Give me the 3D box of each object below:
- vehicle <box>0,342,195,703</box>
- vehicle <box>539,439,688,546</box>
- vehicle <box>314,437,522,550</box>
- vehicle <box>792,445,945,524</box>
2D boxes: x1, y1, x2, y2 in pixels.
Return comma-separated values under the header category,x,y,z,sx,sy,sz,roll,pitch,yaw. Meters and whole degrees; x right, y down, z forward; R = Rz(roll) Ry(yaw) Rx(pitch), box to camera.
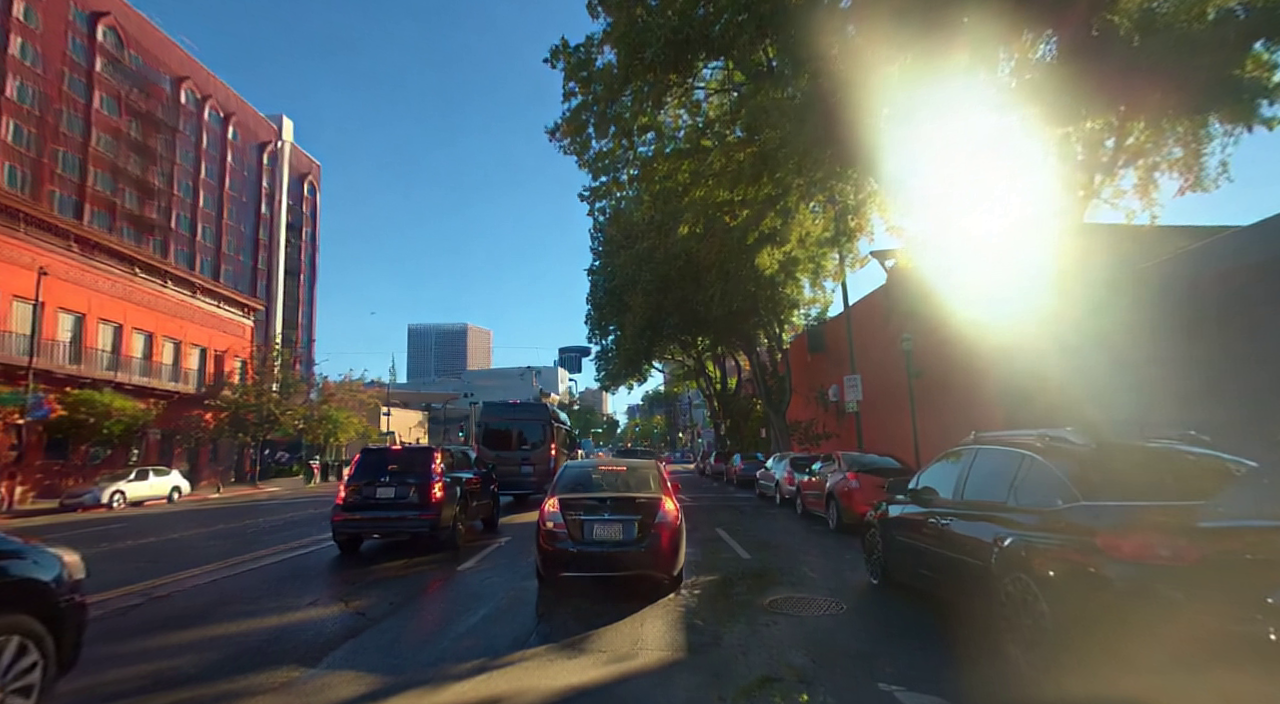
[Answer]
category,x,y,z,sx,sy,sz,roll,pitch,yaw
vehicle,-3.702,0.643,1.247,2.140,1.768,4.685,0,-9,1
vehicle,-0.387,2.348,11.227,2.152,1.518,4.113,0,-9,0
vehicle,-3.533,2.329,11.104,1.995,1.554,4.426,0,-9,1
vehicle,4.896,2.859,14.184,1.832,1.491,4.054,1,-9,-1
